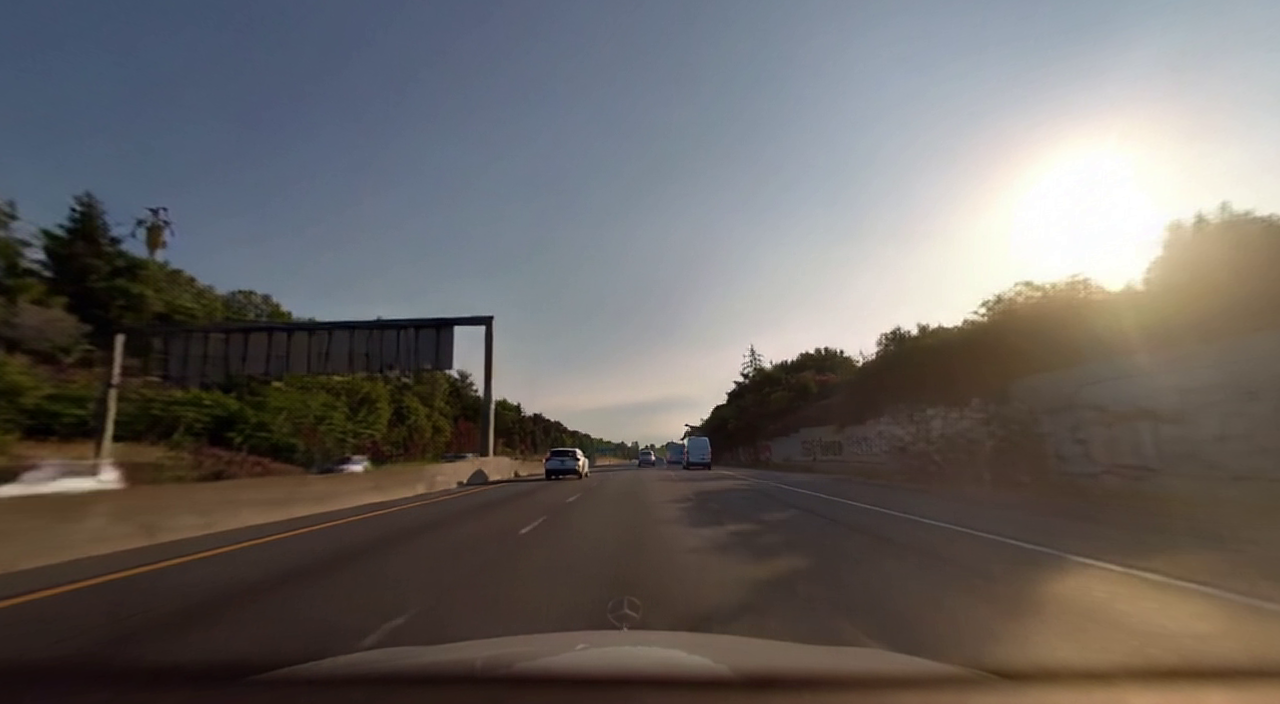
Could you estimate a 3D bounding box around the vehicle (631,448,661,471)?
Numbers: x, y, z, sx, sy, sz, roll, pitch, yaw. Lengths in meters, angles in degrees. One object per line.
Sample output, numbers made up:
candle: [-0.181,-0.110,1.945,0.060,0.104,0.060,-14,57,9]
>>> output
vehicle: [0.455,8.045,47.276,2.108,1.663,3.159,0,-9,1]

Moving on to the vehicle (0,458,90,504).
vehicle: [-22.041,4.475,22.027,1.778,1.457,4.096,0,-9,2]

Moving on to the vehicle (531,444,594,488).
vehicle: [-3.064,4.628,25.867,1.964,1.618,4.489,0,-9,1]

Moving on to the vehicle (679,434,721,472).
vehicle: [4.334,7.454,46.524,2.469,2.591,5.653,0,-9,0]
